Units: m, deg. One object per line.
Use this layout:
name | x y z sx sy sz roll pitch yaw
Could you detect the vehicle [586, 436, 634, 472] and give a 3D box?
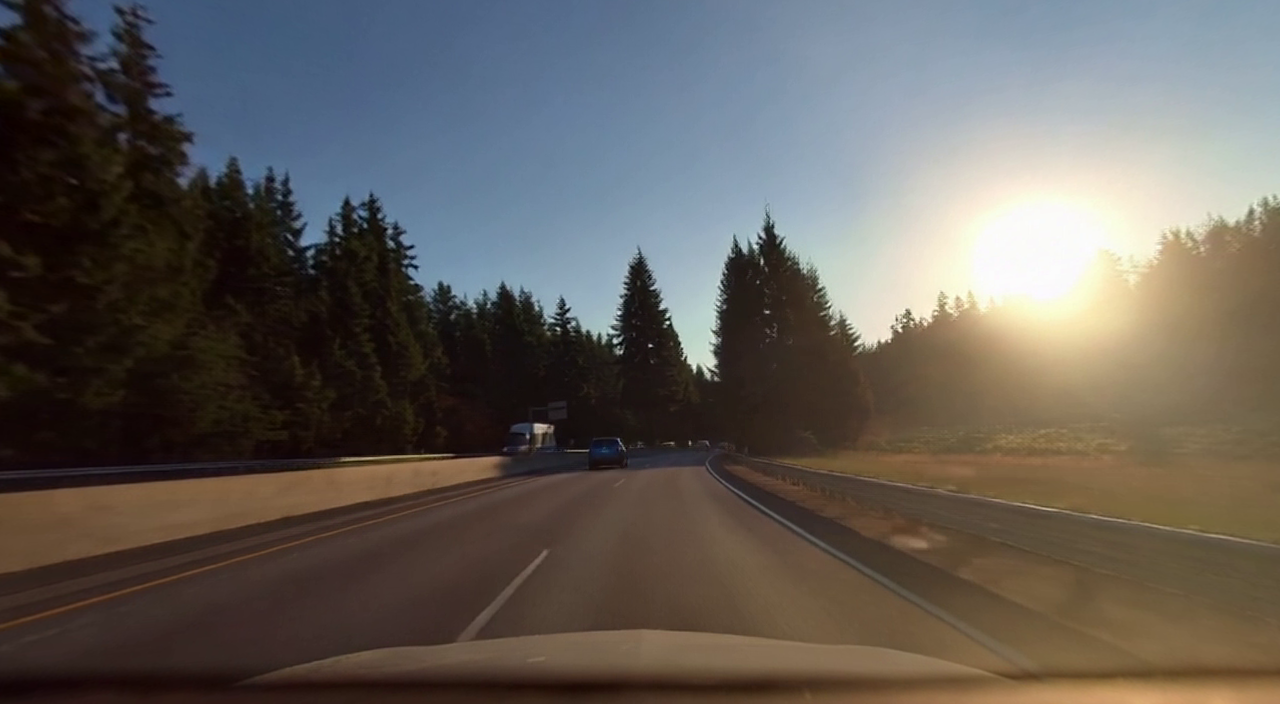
vehicle | -1.526 5.439 33.886 2.005 1.752 4.479 -1 -8 5
